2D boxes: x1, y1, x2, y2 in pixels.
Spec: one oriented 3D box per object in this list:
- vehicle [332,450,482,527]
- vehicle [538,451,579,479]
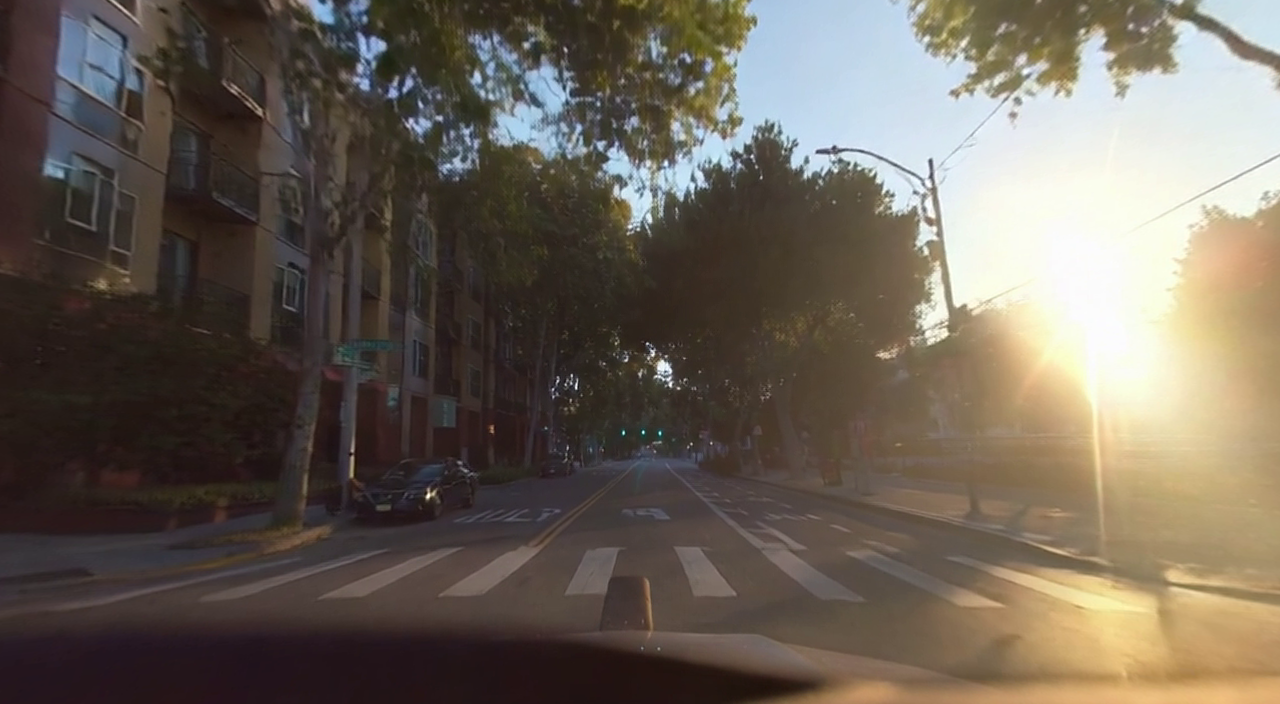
[{"bbox_3d":[-5.848,3.457,16.596,2.223,1.658,4.621,0,-9,0],"label":"vehicle"},{"bbox_3d":[-5.513,7.708,43.259,2.147,1.701,4.879,-1,-8,1],"label":"vehicle"}]
